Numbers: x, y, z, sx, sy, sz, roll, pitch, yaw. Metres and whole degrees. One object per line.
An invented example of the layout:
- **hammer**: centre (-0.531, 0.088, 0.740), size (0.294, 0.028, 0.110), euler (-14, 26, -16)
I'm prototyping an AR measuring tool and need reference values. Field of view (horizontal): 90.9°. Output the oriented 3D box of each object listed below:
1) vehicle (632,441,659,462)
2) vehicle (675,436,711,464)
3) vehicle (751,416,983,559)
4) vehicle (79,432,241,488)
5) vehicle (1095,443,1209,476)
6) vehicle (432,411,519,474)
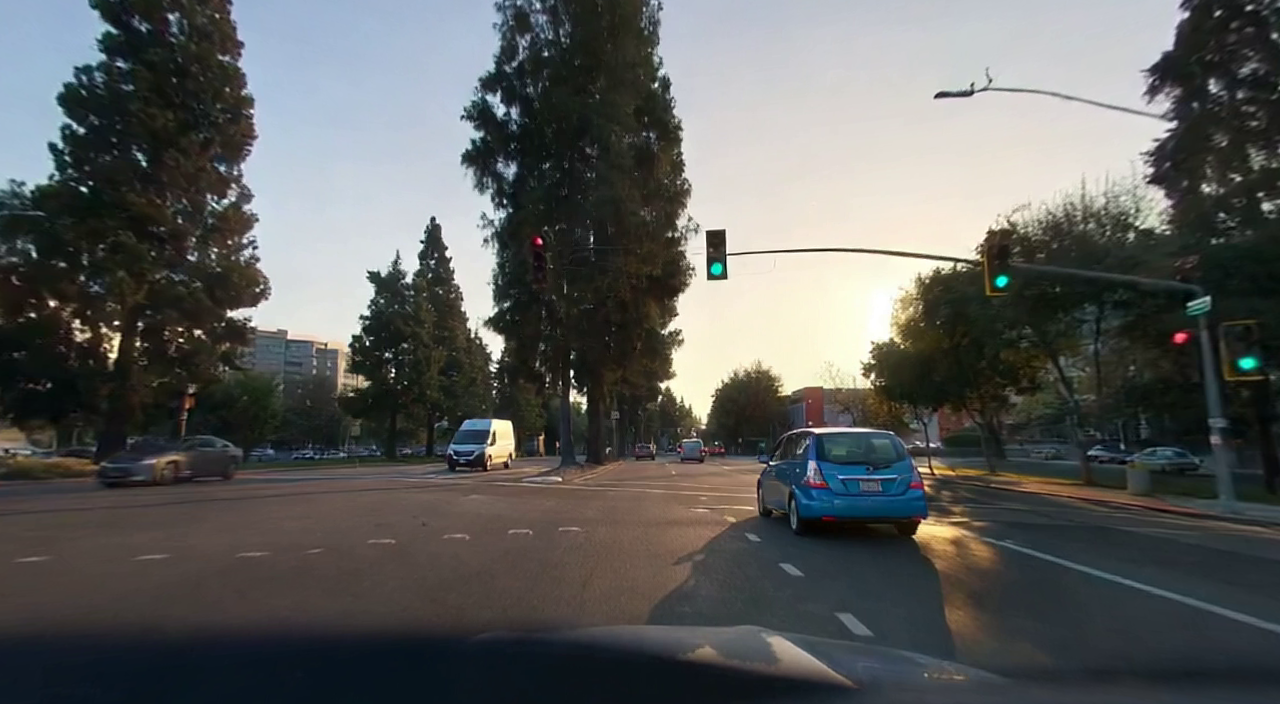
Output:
- **vehicle**: centre (0.396, 7.653, 48.575), size (1.991, 1.477, 3.814), euler (0, -8, 1)
- **vehicle**: centre (3.730, 6.969, 44.802), size (2.154, 1.844, 4.634), euler (0, -8, 0)
- **vehicle**: centre (2.973, 1.855, 9.302), size (1.901, 1.634, 3.952), euler (0, -8, 0)
- **vehicle**: centre (-17.159, 3.883, 22.940), size (2.053, 1.797, 4.750), euler (0, -8, 1)
- **vehicle**: centre (27.968, 5.863, 34.680), size (2.070, 1.687, 4.705), euler (1, -8, -4)
- **vehicle**: centre (-8.358, 4.759, 33.004), size (2.524, 2.885, 6.868), euler (1, -8, 1)
